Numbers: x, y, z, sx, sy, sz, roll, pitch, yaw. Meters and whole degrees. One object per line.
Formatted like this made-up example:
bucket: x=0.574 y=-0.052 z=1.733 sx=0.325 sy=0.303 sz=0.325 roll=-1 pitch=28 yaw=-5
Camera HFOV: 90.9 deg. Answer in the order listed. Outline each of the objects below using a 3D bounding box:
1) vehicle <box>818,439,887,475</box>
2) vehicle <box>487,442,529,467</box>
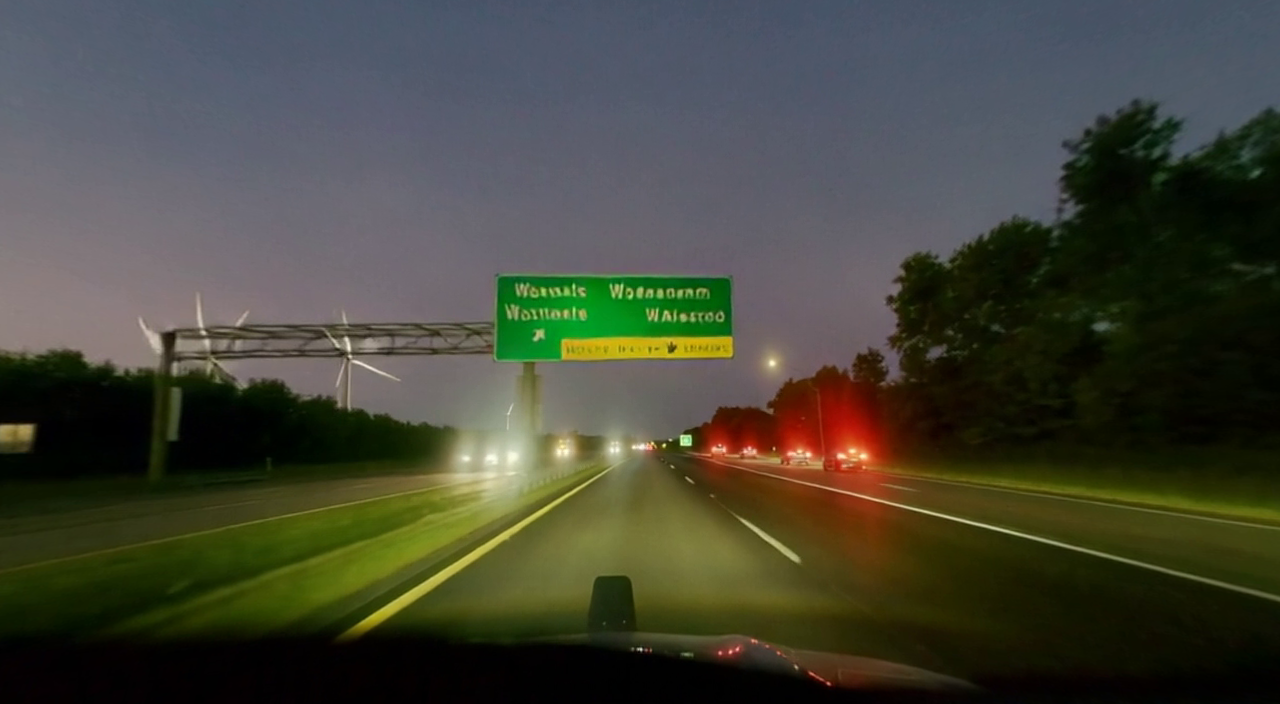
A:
vehicle: x=10.513 y=5.243 z=31.617 sx=1.897 sy=1.669 sz=4.825 roll=0 pitch=-9 yaw=1
vehicle: x=-9.254 y=7.239 z=44.353 sx=1.848 sy=1.641 sz=4.321 roll=0 pitch=-9 yaw=2
